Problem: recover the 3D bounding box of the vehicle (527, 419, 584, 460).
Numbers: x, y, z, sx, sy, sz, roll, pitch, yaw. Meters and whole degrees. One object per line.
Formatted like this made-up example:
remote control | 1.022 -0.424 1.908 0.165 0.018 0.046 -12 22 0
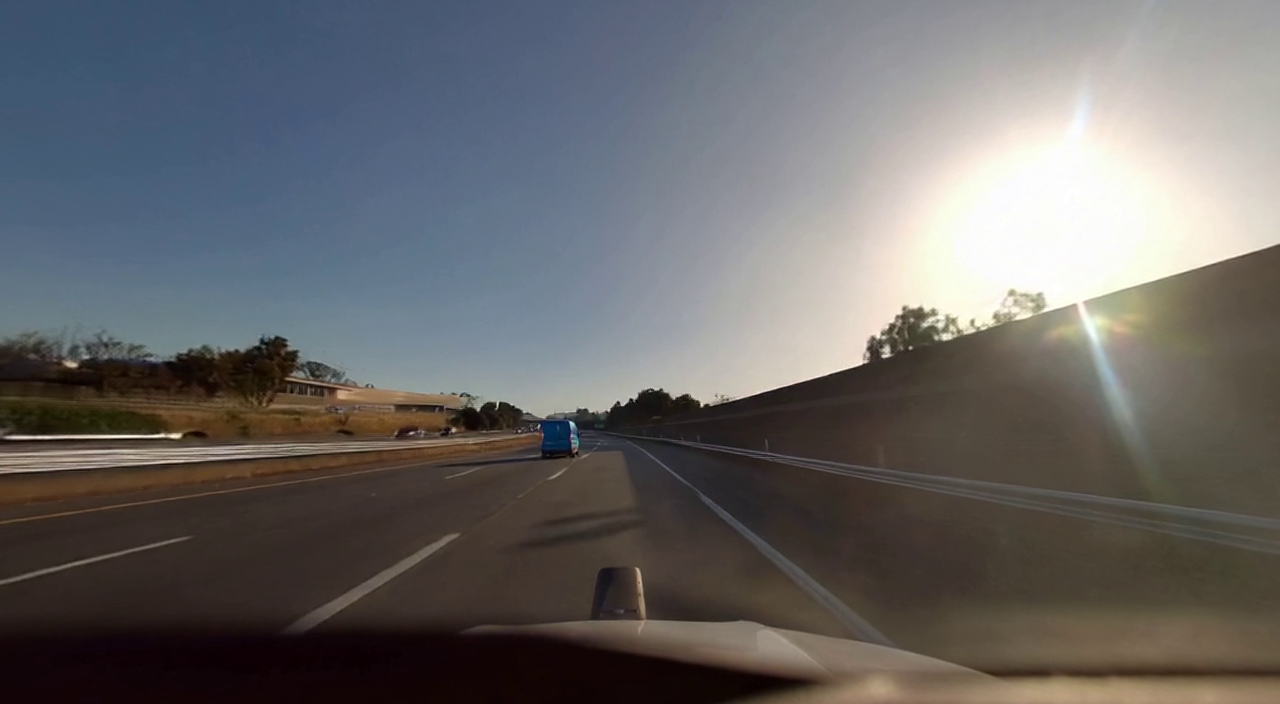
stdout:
vehicle | -4.429 4.679 33.726 2.309 2.053 4.884 0 -8 1
